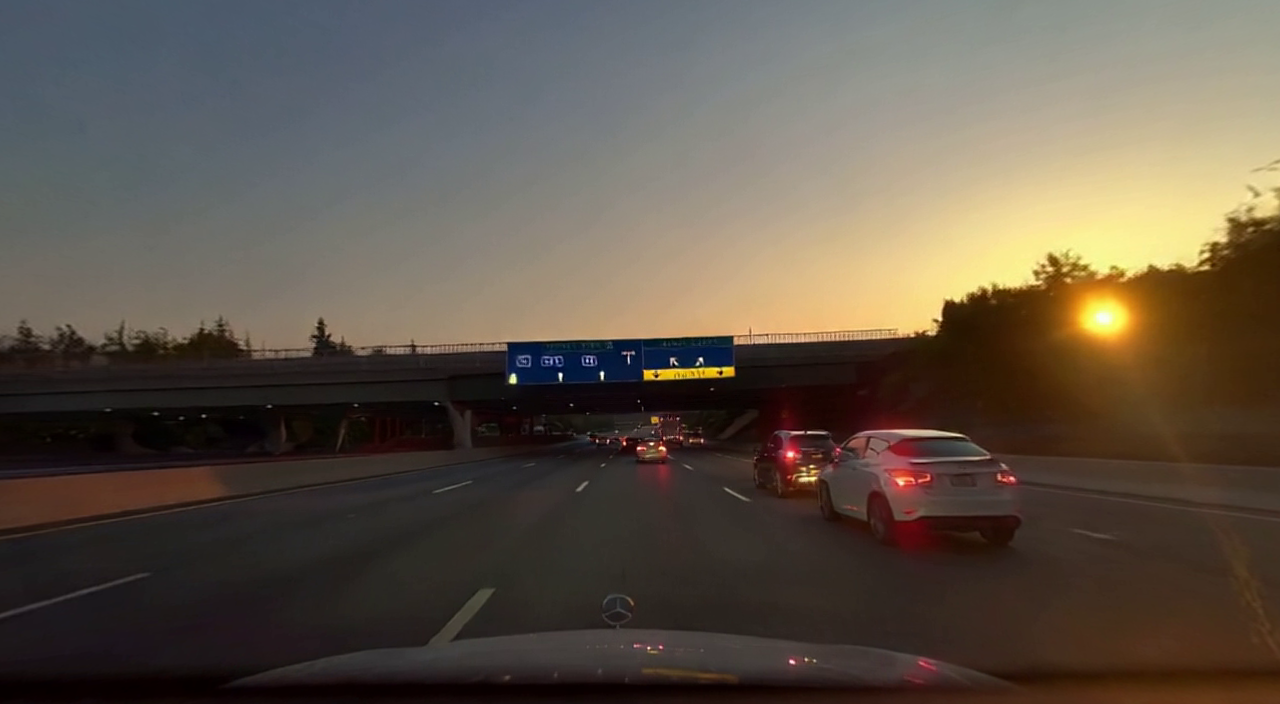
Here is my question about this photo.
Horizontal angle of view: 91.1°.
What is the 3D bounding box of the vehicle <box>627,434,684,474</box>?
[{"bbox_3d":[0.532,3.987,24.886,2.046,1.467,3.844,0,-8,-1],"label":"vehicle"}]
